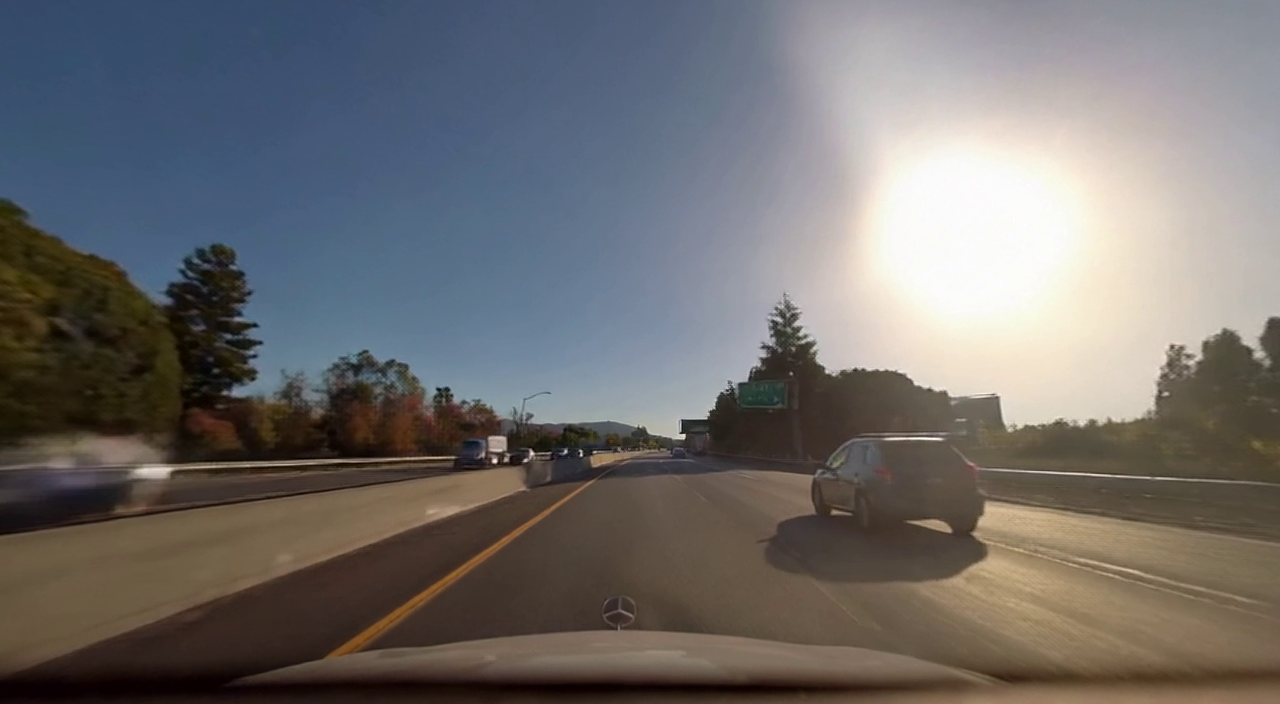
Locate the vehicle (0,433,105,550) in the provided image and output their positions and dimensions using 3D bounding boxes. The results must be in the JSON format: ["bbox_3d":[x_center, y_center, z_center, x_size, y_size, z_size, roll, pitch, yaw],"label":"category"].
[{"bbox_3d":[-9.453,1.790,7.864,1.897,1.540,4.049,0,-9,-1],"label":"vehicle"}]

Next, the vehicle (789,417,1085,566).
[{"bbox_3d":[3.934,1.944,9.506,2.089,1.660,4.729,0,-9,-1],"label":"vehicle"}]
